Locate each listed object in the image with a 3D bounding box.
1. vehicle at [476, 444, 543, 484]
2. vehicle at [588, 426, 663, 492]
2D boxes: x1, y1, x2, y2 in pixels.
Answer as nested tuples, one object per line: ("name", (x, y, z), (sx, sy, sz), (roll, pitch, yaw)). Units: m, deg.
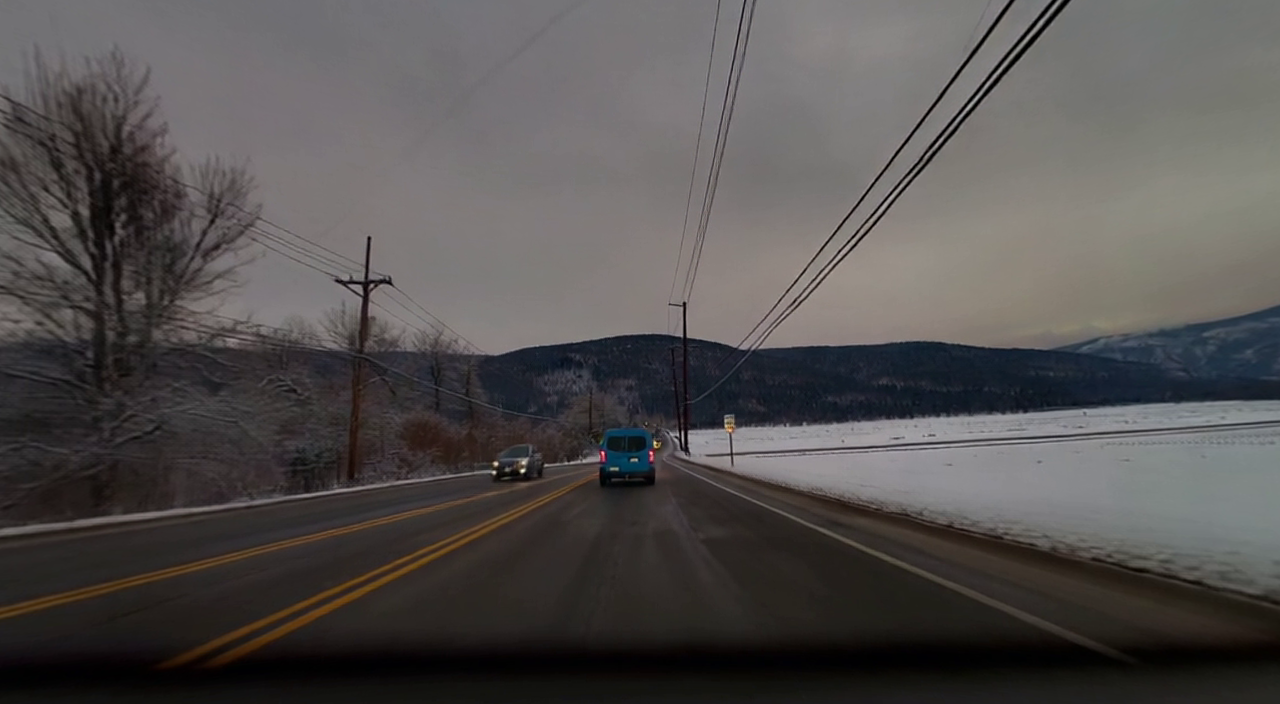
("vehicle", (-6.453, 5.554, 31.630), (2.120, 1.804, 4.392), (-1, -8, 5))
("vehicle", (-0.442, 3.834, 22.948), (2.454, 2.144, 4.535), (0, -8, 1))
